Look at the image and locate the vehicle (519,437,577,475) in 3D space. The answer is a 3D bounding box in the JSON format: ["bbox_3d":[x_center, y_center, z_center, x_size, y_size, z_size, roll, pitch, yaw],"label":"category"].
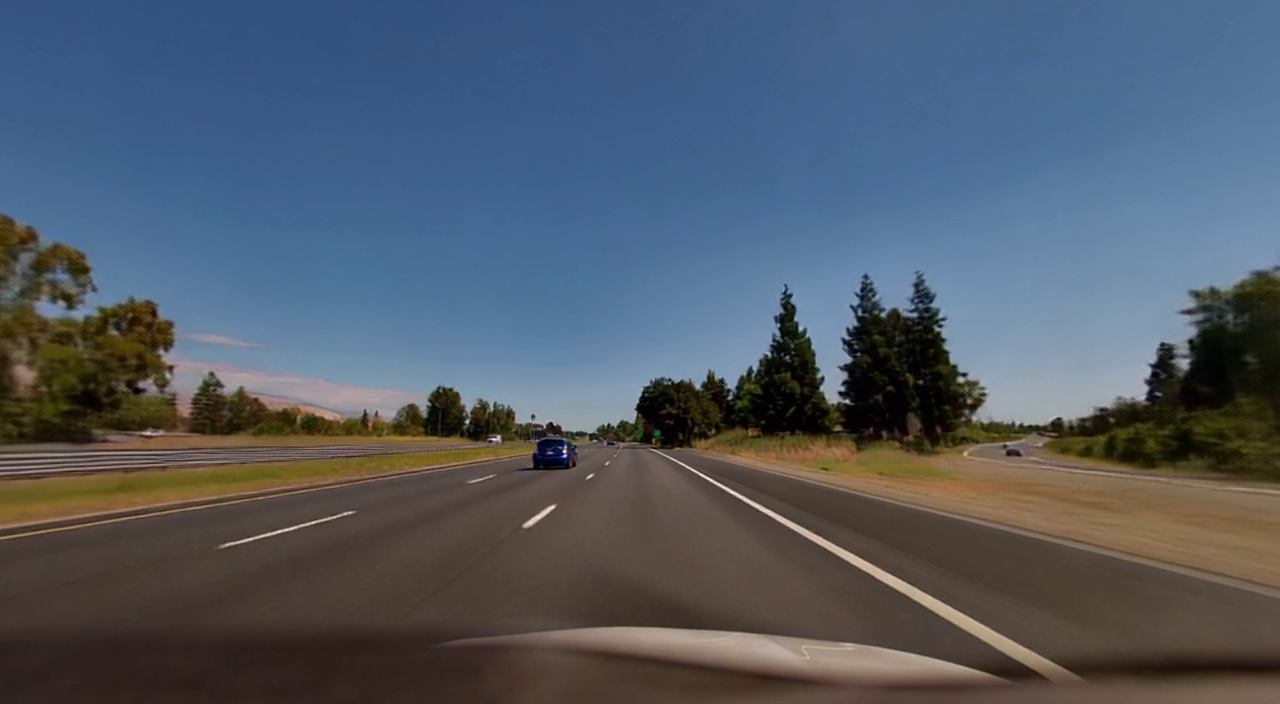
[{"bbox_3d":[-4.015,4.601,28.119,2.008,1.567,3.959,0,-8,0],"label":"vehicle"}]
